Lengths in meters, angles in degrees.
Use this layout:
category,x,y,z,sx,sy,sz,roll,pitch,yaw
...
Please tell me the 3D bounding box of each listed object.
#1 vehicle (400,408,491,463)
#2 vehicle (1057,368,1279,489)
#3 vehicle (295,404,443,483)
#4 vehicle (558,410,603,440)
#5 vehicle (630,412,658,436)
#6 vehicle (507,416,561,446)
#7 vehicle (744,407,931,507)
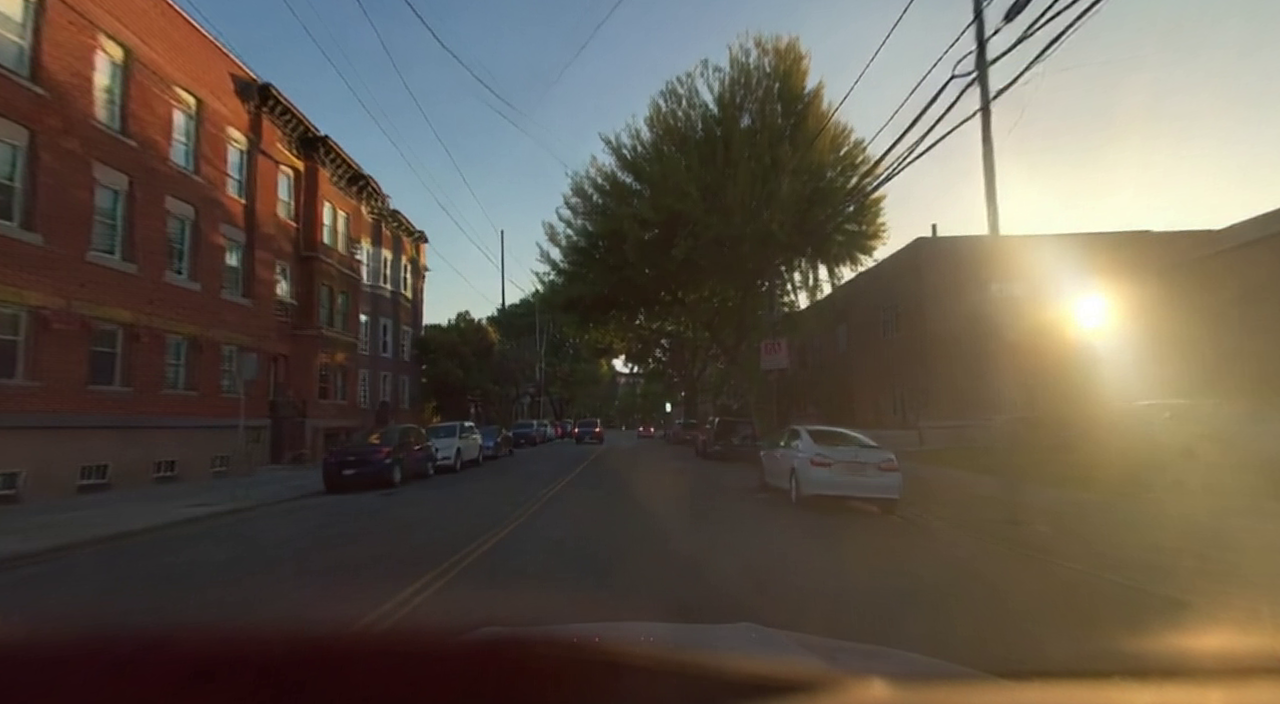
category,x,y,z,sx,sy,sz,roll,pitch,yaw
vehicle,-6.736,2.962,22.451,1.925,1.759,4.396,0,-7,-1
vehicle,9.803,1.419,11.276,1.968,1.713,4.379,-3,-9,6
vehicle,-6.845,2.363,16.660,1.930,1.756,4.955,0,-7,-3
vehicle,-3.817,4.825,41.463,2.236,1.834,4.743,-1,-7,3
vehicle,0.288,5.566,48.674,2.059,1.736,3.994,0,-7,-1
vehicle,-5.917,4.359,34.734,1.994,1.510,4.802,3,-8,-21
vehicle,3.268,1.827,11.546,1.885,1.464,4.466,0,-7,-1
